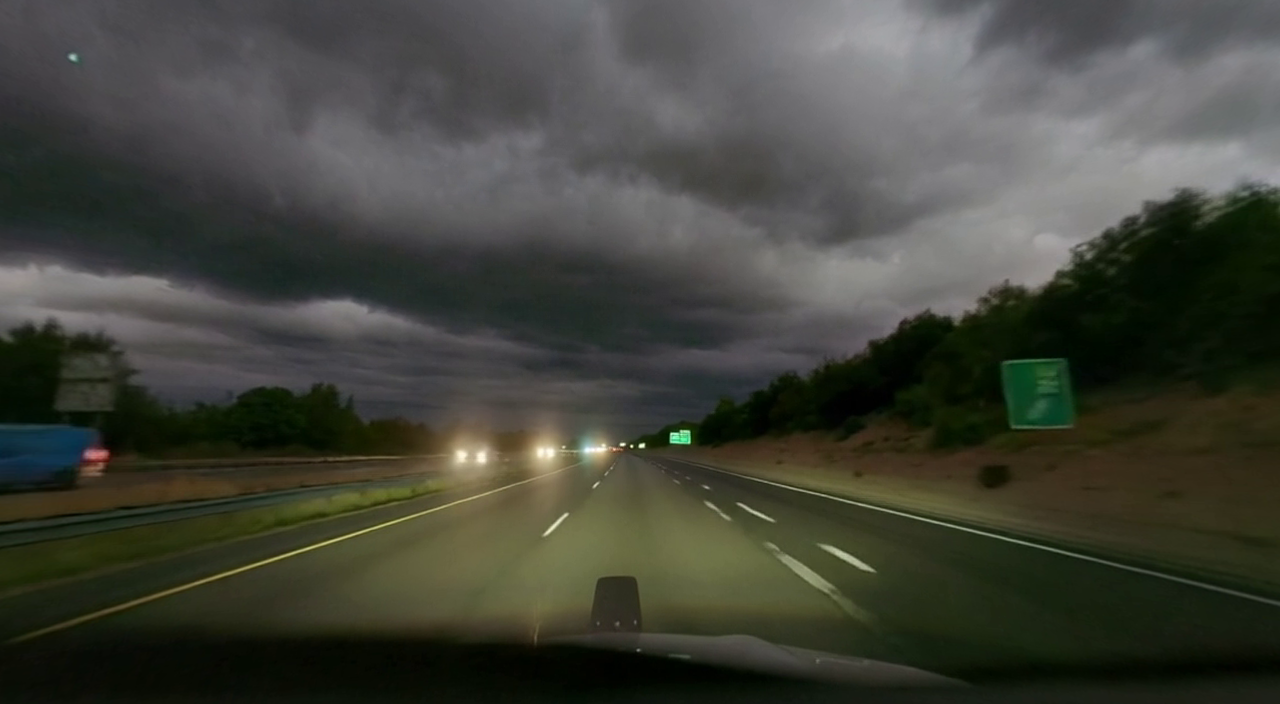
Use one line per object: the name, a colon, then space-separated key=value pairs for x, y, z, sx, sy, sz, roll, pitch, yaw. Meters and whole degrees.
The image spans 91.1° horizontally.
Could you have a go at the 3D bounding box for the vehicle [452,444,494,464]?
vehicle: x=-12.893 y=7.927 z=48.860 sx=2.027 sy=1.452 sz=4.580 roll=0 pitch=-9 yaw=-1
